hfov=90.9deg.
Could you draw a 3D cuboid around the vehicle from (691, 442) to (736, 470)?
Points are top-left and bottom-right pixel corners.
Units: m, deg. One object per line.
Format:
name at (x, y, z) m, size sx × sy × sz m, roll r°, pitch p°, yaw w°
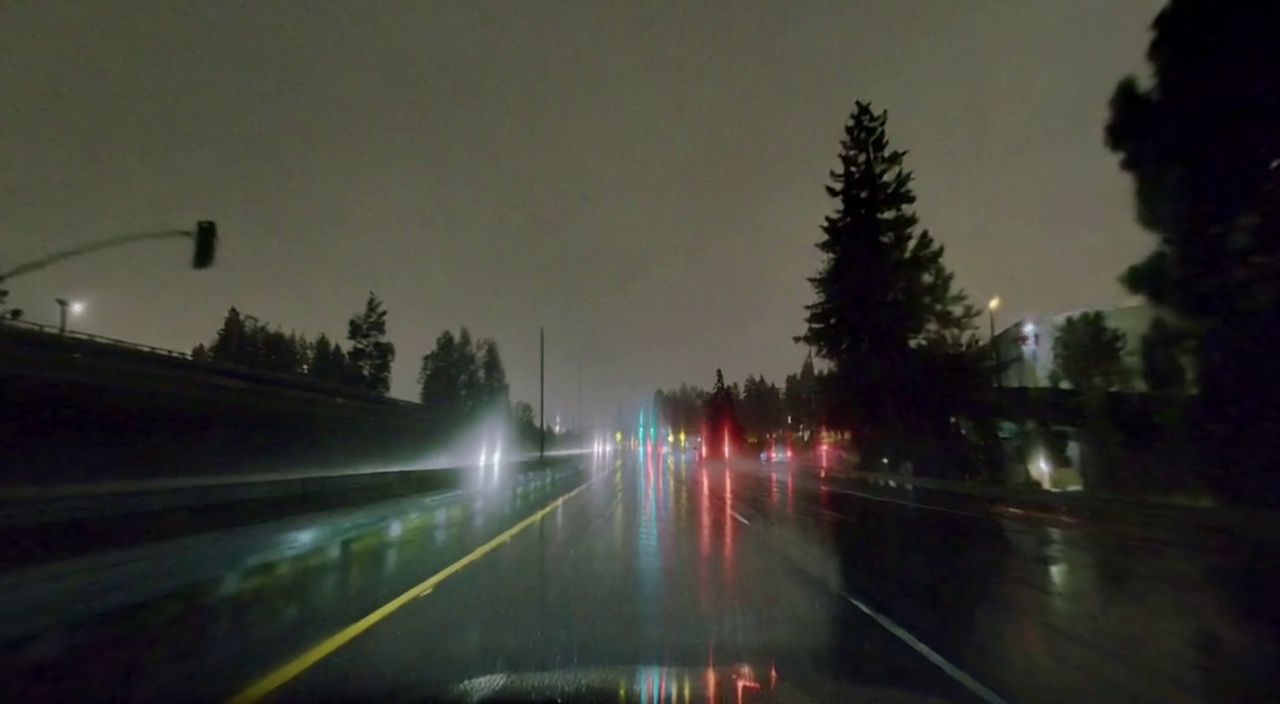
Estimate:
vehicle at (4.253, 6.099, 37.054) m, size 2.042 × 1.518 × 4.477 m, roll 0°, pitch -9°, yaw -1°
